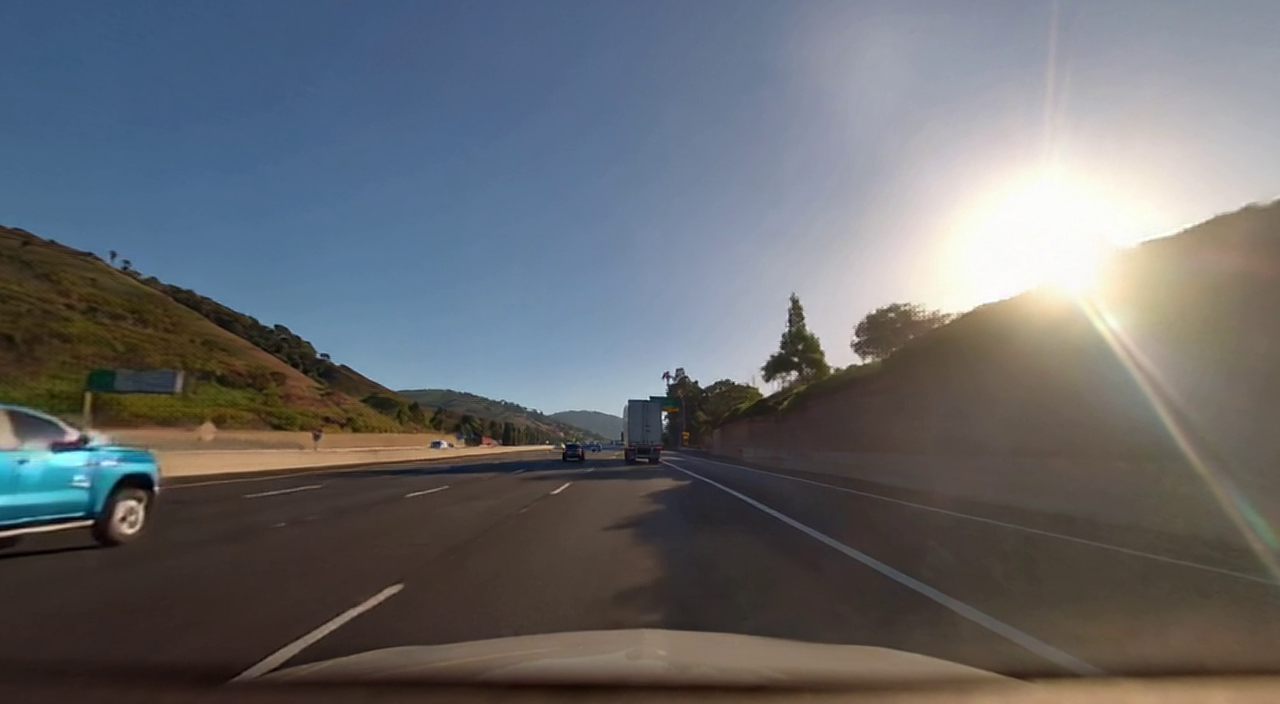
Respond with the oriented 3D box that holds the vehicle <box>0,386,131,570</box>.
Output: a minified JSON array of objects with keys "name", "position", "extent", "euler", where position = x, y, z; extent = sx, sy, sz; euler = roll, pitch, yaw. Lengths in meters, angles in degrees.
[{"name":"vehicle","position":[-7.513,1.097,5.211],"extent":[2.113,1.837,5.339],"euler":[0,-8,0]}]

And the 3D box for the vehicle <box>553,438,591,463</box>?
[{"name":"vehicle","position":[-4.318,6.296,40.464],"extent":[1.983,1.508,4.060],"euler":[0,-8,0]}]
